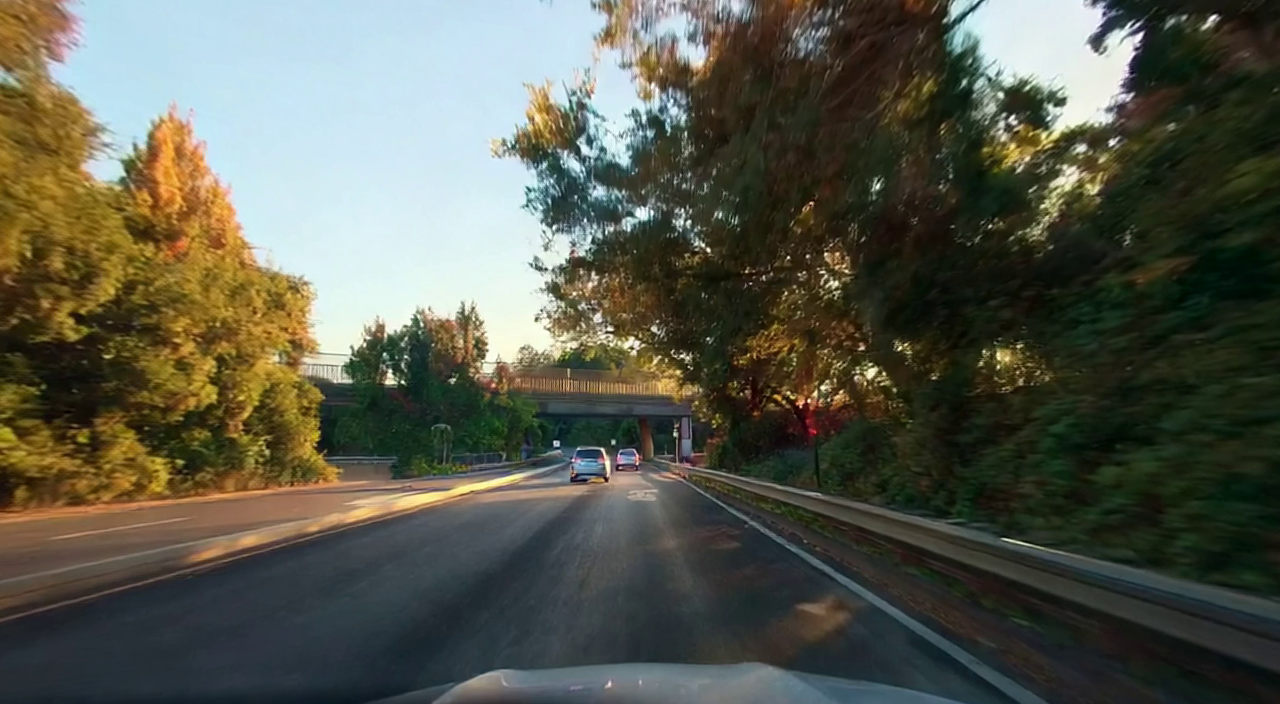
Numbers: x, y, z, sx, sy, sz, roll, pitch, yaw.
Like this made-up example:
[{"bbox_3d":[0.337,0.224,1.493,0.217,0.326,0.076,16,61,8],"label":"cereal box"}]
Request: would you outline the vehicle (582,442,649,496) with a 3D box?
[{"bbox_3d":[-0.859,3.862,21.103,2.037,1.601,3.643,0,-9,-3],"label":"vehicle"}]
